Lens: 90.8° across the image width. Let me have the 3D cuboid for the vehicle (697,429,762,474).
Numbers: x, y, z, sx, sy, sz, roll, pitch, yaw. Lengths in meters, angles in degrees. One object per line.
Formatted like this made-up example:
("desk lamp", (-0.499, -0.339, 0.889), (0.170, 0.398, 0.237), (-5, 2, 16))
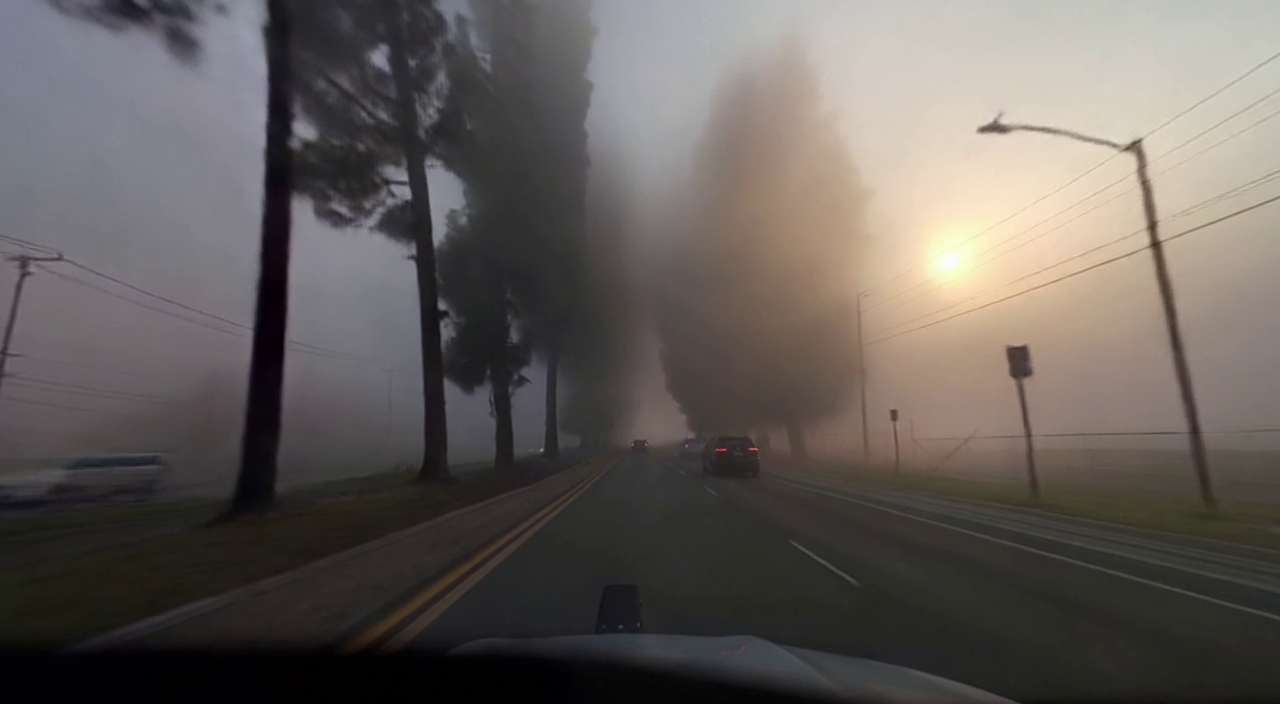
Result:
("vehicle", (3.917, 4.474, 28.540), (2.112, 1.825, 4.574), (0, -8, -2))
